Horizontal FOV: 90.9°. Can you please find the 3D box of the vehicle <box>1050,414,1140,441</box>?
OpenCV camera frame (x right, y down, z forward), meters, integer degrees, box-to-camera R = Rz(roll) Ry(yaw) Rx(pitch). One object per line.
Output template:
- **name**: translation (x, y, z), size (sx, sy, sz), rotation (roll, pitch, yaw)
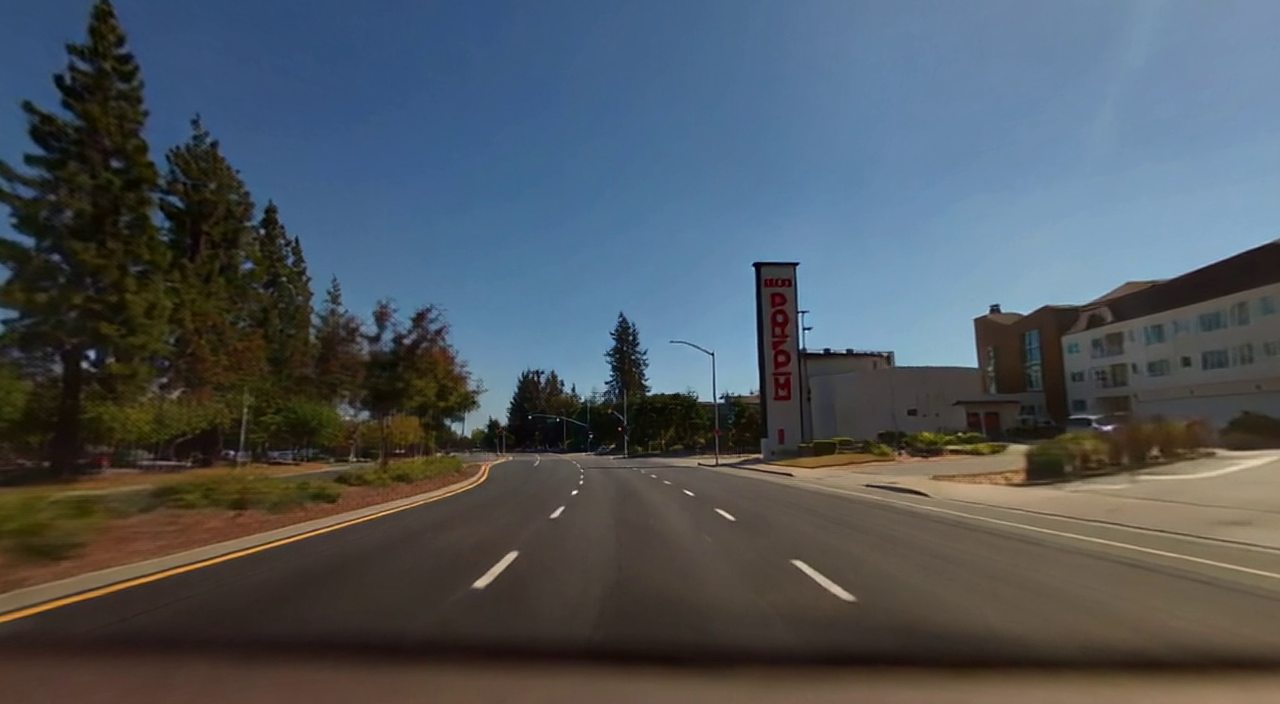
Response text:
- **vehicle**: translation (27.206, 4.596, 37.878), size (1.808, 1.485, 4.467), rotation (1, -8, -5)
